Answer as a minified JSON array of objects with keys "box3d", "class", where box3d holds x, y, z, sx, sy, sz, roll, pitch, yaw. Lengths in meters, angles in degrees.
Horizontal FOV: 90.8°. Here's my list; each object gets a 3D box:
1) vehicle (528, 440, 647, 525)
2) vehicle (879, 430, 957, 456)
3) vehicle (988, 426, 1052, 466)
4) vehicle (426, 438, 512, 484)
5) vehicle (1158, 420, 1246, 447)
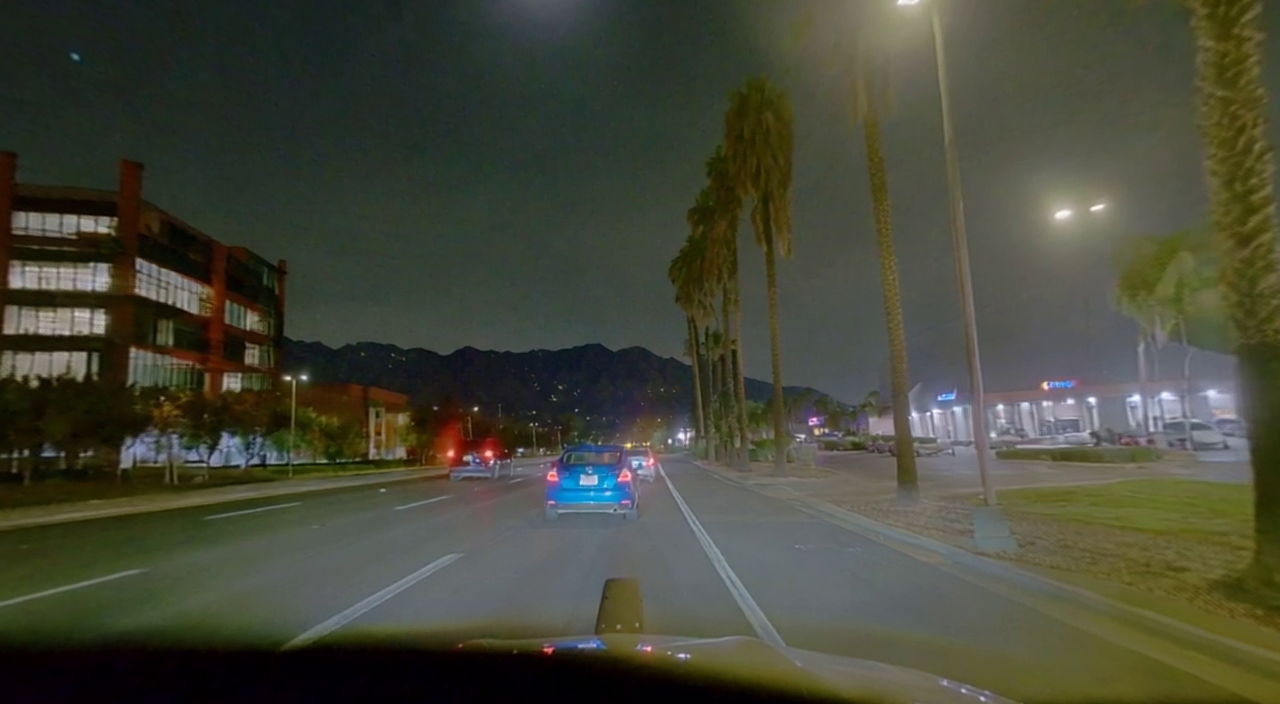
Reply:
[{"box3d":[-0.996,2.577,13.017,2.067,1.459,3.886,0,-9,-2],"class":"vehicle"},{"box3d":[19.065,6.285,43.529,1.925,1.652,4.490,6,-10,-35],"class":"vehicle"},{"box3d":[16.375,4.037,27.098,1.961,1.526,4.640,-6,-10,34],"class":"vehicle"},{"box3d":[-7.725,4.955,29.174,2.400,1.900,5.325,0,-9,1],"class":"vehicle"},{"box3d":[38.329,5.573,43.141,4.321,1.578,1.958,-2,-8,-7],"class":"vehicle"}]
